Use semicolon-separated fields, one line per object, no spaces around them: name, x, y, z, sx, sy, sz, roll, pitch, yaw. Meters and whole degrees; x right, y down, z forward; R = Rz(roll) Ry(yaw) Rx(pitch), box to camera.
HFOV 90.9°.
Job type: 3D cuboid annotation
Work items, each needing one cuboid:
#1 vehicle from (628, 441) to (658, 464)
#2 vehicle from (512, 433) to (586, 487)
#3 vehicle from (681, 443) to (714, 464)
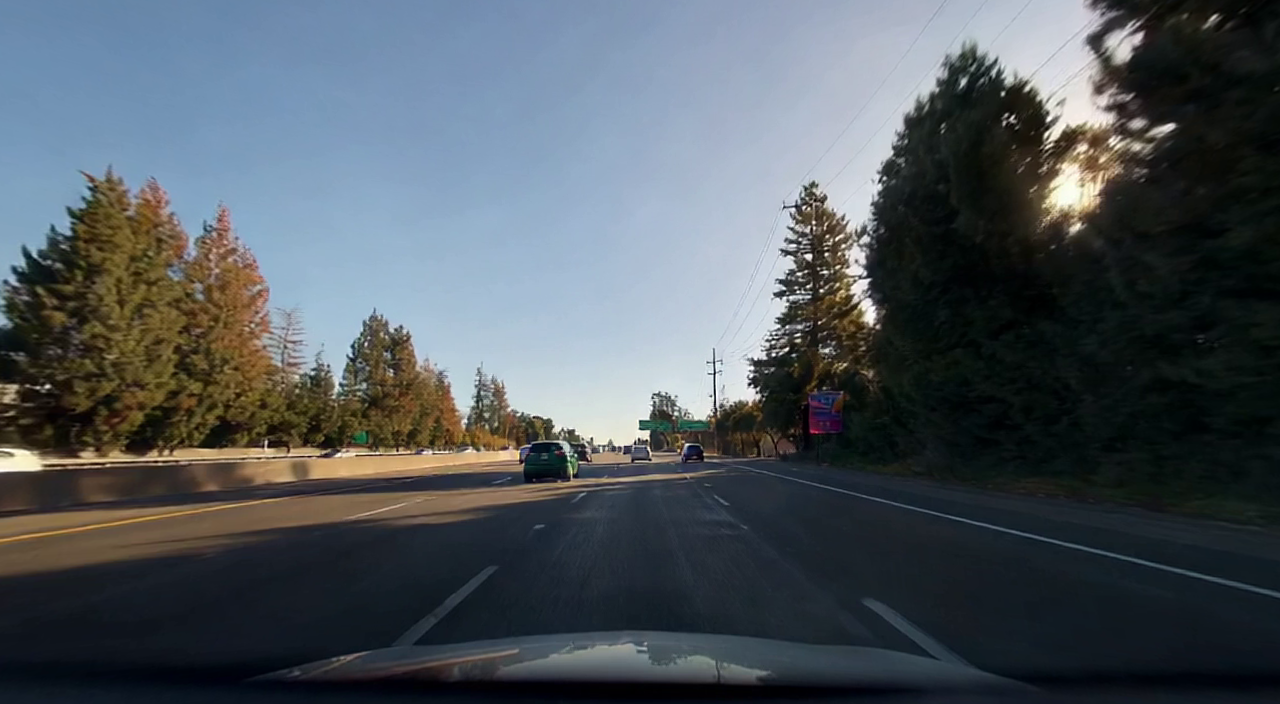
vehicle;0.253;7.504;47.398;2.156;1.647;3.987;0;-8;1
vehicle;-3.119;3.775;22.377;1.961;1.704;4.052;0;-8;1
vehicle;4.214;7.538;46.878;1.964;1.479;4.252;0;-8;0
